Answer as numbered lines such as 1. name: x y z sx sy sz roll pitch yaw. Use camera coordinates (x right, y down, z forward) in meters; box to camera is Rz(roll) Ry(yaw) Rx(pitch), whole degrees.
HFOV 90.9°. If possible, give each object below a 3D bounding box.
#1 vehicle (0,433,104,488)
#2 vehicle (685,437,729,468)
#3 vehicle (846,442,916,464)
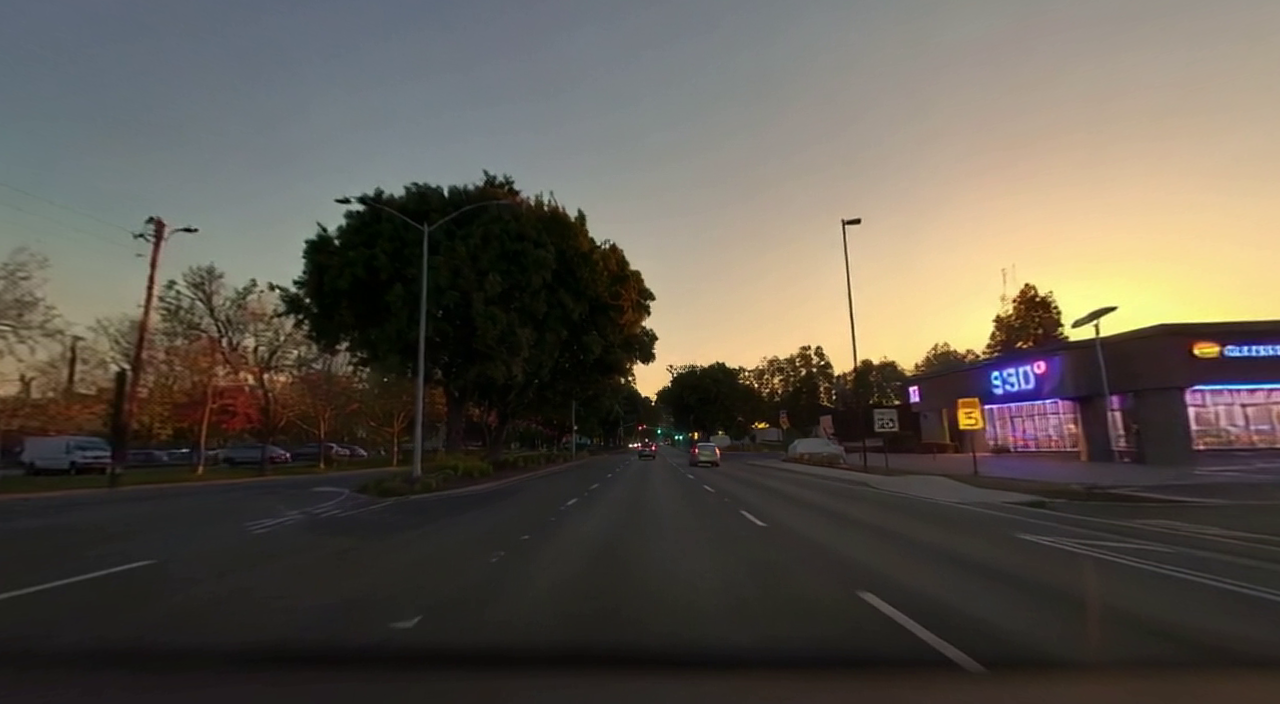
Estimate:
1. vehicle: -32.752 5.728 33.528 6.090 2.737 2.475 -1 -8 1
2. vehicle: 3.862 5.880 36.911 2.007 1.683 4.171 0 -8 -1
3. vehicle: 17.219 7.200 45.124 4.194 1.495 1.954 0 -8 -1
